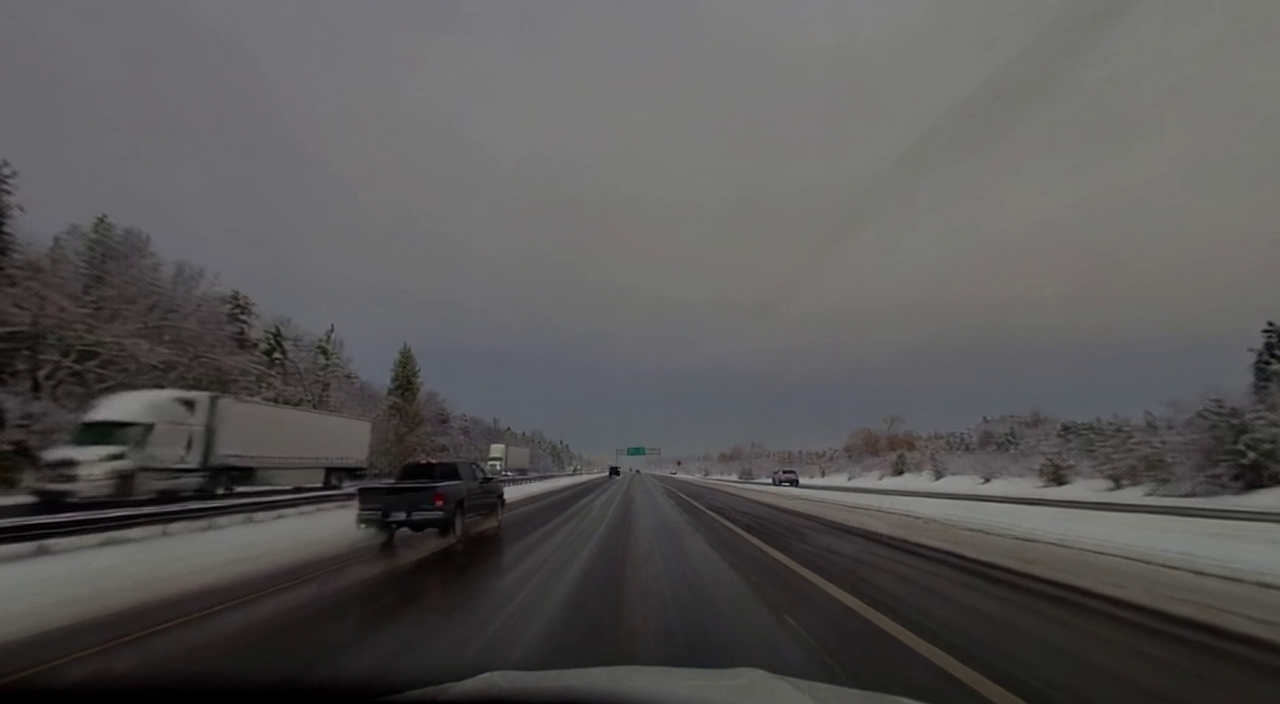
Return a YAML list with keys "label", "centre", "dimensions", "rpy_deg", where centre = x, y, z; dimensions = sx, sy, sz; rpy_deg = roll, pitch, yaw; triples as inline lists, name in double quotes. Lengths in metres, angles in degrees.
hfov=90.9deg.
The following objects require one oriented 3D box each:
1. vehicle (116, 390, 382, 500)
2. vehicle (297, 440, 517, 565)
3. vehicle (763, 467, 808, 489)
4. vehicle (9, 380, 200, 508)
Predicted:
- label: "vehicle"
  centre: [-16.877, 4.617, 29.667]
  dimensions: [3.233, 3.890, 14.257]
  rpy_deg: [1, -11, 1]
- label: "vehicle"
  centre: [-3.580, 2.448, 10.826]
  dimensions: [1.912, 1.631, 4.672]
  rpy_deg: [1, -11, 1]
- label: "vehicle"
  centre: [10.935, 9.505, 47.642]
  dimensions: [1.993, 1.512, 4.314]
  rpy_deg: [2, -11, -5]
- label: "vehicle"
  centre: [-16.883, 2.960, 20.169]
  dimensions: [3.162, 3.730, 2.809]
  rpy_deg: [1, -10, 0]
